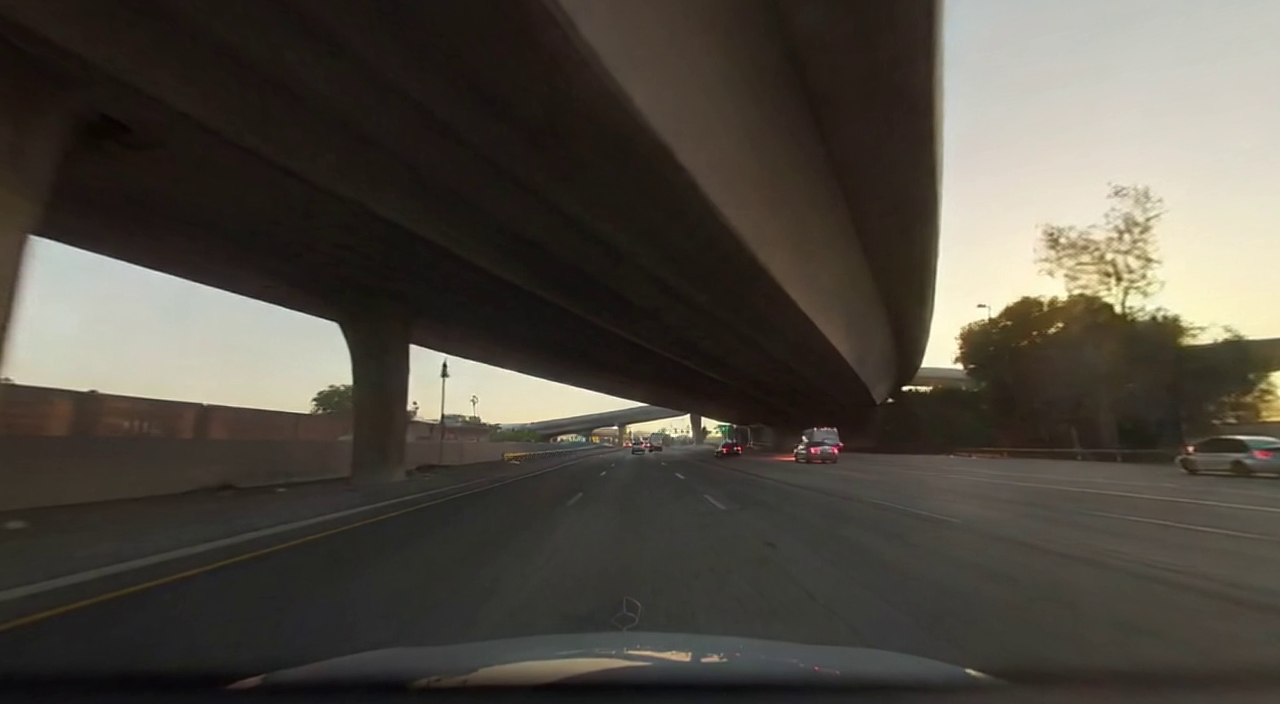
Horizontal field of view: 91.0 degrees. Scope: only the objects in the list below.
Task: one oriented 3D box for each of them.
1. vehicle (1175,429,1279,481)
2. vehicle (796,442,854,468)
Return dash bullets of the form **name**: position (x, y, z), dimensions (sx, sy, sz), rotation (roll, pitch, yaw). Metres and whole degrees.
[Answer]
- **vehicle**: position (24.159, 3.975, 24.432), dimensions (2.074, 1.881, 5.056), rotation (1, -8, -4)
- **vehicle**: position (11.111, 6.173, 38.069), dimensions (2.017, 1.478, 4.364), rotation (0, -8, -2)
